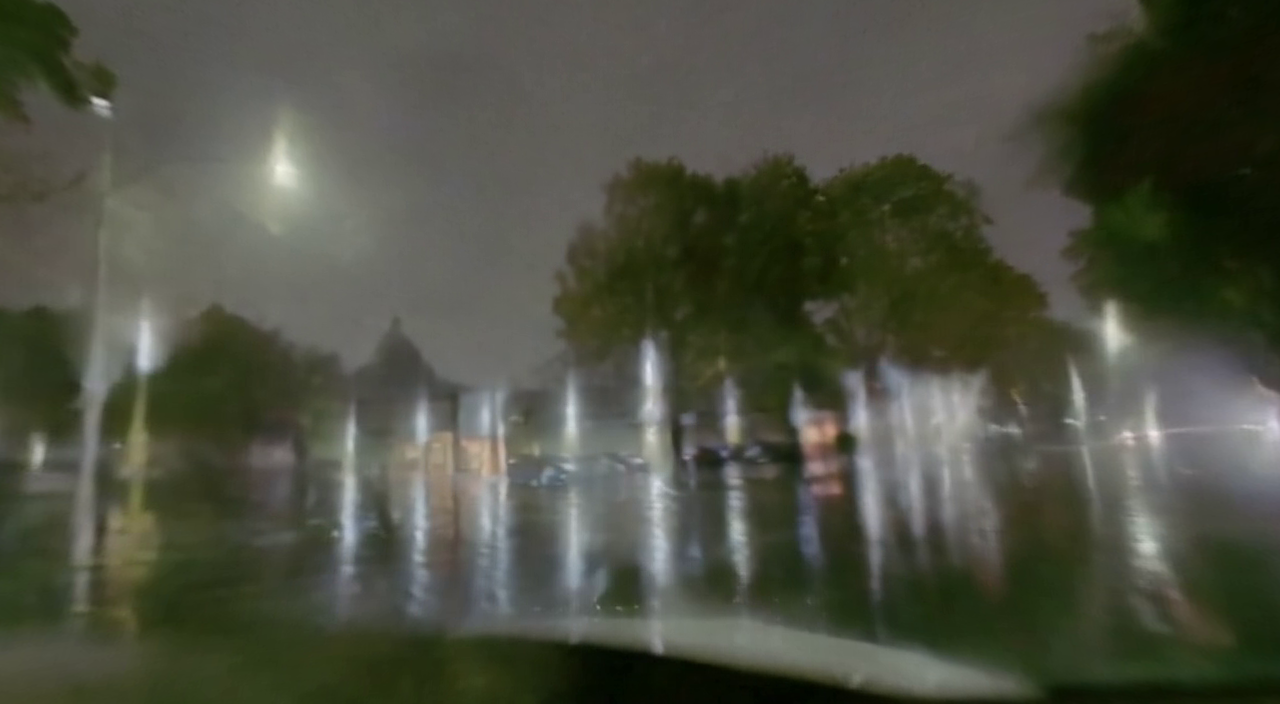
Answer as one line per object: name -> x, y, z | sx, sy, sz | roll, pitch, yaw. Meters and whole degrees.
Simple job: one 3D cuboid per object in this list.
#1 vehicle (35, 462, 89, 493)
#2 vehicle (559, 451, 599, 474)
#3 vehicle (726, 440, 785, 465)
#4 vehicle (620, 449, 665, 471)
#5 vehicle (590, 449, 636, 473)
vehicle -> -40.388, 8.793, 44.101 | 4.560, 1.862, 2.290 | -12, -11, 41
vehicle -> -4.254, 7.614, 43.594 | 2.130, 1.458, 4.157 | 2, -9, -13
vehicle -> 8.649, 7.593, 47.882 | 2.112, 1.719, 5.483 | 2, -9, -16
vehicle -> 0.122, 8.118, 47.799 | 2.102, 1.541, 4.416 | 3, -9, -18
vehicle -> -1.972, 7.658, 44.501 | 2.121, 1.541, 5.124 | 2, -9, -15
